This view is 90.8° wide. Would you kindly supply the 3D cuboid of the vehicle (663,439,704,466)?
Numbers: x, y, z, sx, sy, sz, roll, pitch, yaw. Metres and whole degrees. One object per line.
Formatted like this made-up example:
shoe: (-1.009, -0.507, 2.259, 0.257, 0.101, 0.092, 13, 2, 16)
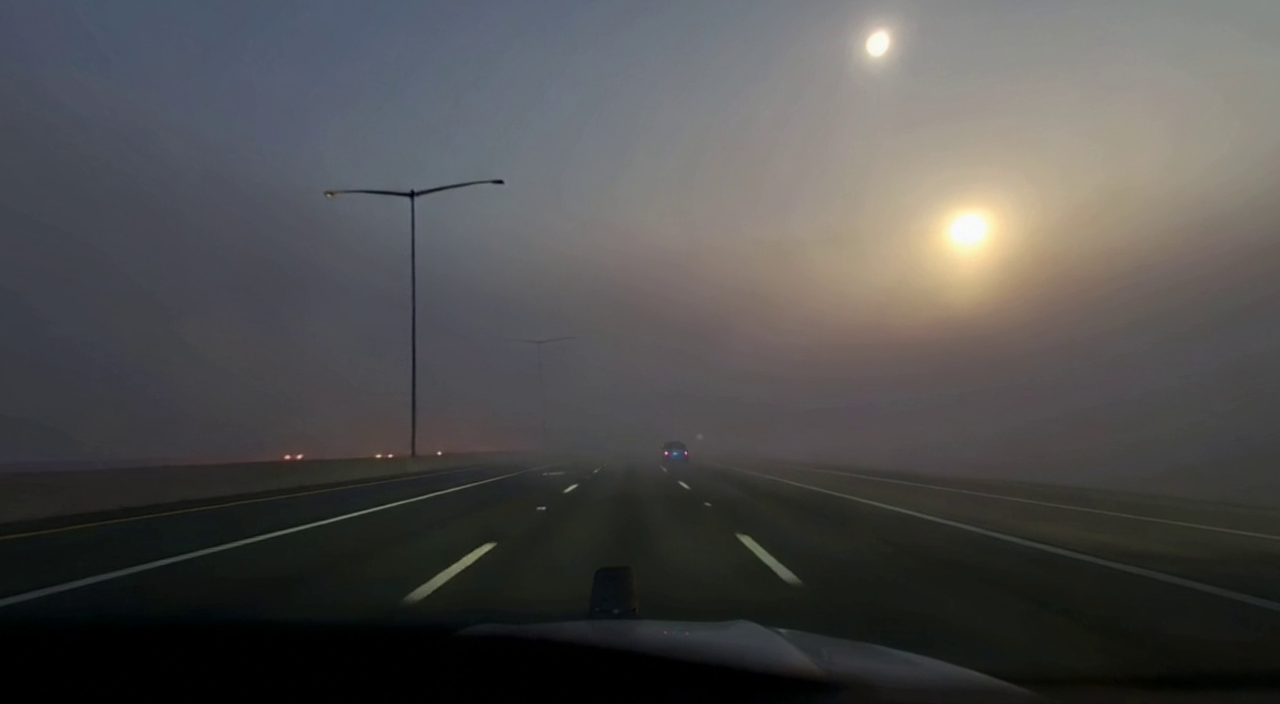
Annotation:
vehicle: (2.766, 6.458, 40.749, 2.270, 1.615, 3.770, 0, -8, -2)
